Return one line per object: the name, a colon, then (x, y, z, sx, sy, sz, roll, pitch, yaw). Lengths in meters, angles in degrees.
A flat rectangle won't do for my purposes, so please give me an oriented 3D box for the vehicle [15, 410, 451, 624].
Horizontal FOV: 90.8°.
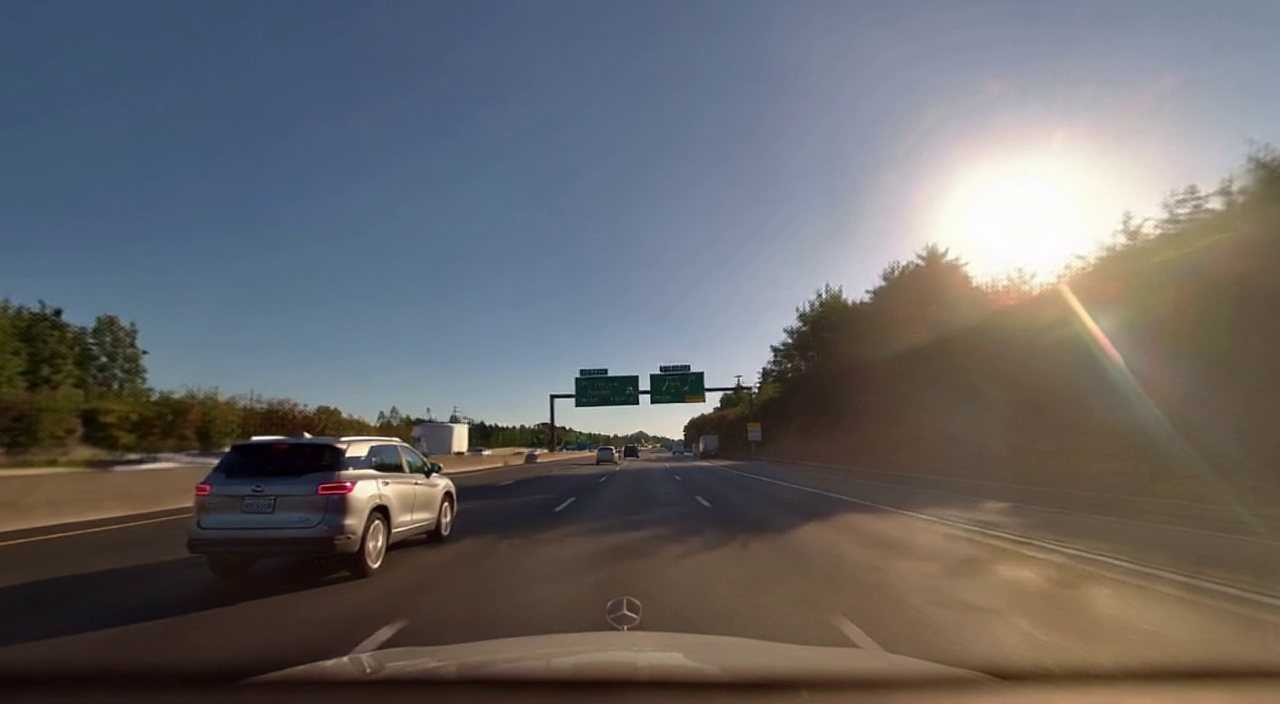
vehicle: (-3.766, 1.579, 6.986, 2.016, 1.623, 4.126, 0, -8, 1)
